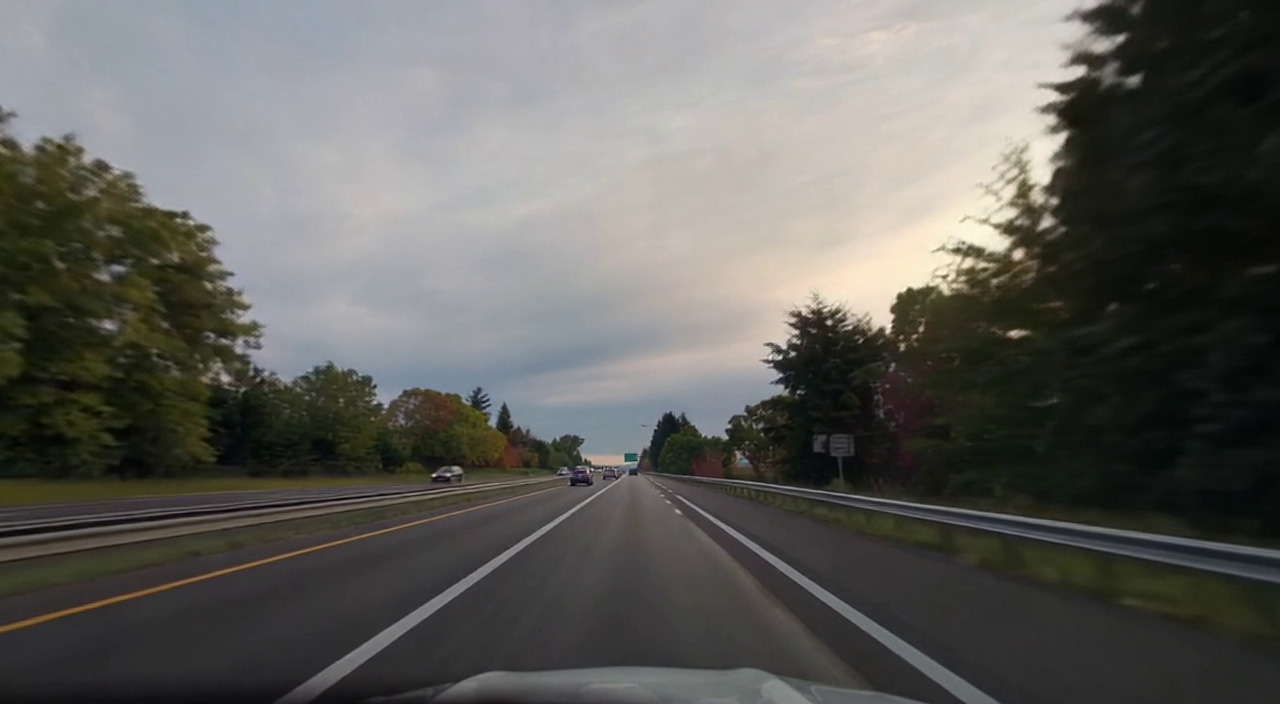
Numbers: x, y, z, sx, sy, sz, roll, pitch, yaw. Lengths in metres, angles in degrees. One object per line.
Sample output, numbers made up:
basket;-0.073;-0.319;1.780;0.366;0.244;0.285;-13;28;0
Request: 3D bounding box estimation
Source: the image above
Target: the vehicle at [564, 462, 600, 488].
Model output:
vehicle;-4.398;9.450;48.586;2.254;1.809;5.839;1;-10;0
